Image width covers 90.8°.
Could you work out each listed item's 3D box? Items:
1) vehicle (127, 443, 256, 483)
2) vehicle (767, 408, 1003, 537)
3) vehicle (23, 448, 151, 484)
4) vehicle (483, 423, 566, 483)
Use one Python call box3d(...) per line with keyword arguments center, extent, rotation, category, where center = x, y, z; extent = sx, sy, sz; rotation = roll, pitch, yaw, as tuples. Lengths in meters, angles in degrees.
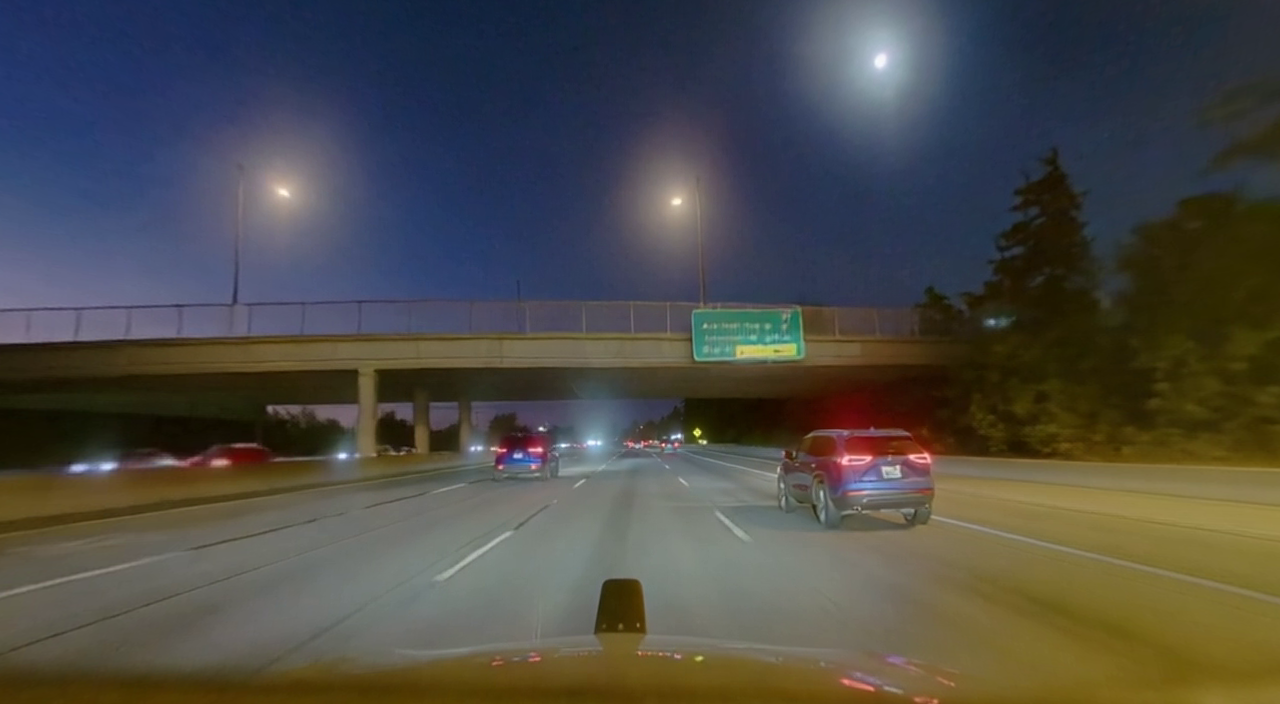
box3d(center=(-18.603, 4.607, 26.551), extent=(1.915, 1.518, 4.778), rotation=(0, -9, 0), category="vehicle")
box3d(center=(3.809, 1.992, 10.954), extent=(2.185, 1.749, 4.477), rotation=(0, -9, -1), category="vehicle")
box3d(center=(-26.160, 5.389, 30.140), extent=(1.986, 1.567, 4.535), rotation=(0, -9, 0), category="vehicle")
box3d(center=(-3.933, 3.569, 22.385), extent=(2.018, 1.872, 4.728), rotation=(0, -9, 0), category="vehicle")
